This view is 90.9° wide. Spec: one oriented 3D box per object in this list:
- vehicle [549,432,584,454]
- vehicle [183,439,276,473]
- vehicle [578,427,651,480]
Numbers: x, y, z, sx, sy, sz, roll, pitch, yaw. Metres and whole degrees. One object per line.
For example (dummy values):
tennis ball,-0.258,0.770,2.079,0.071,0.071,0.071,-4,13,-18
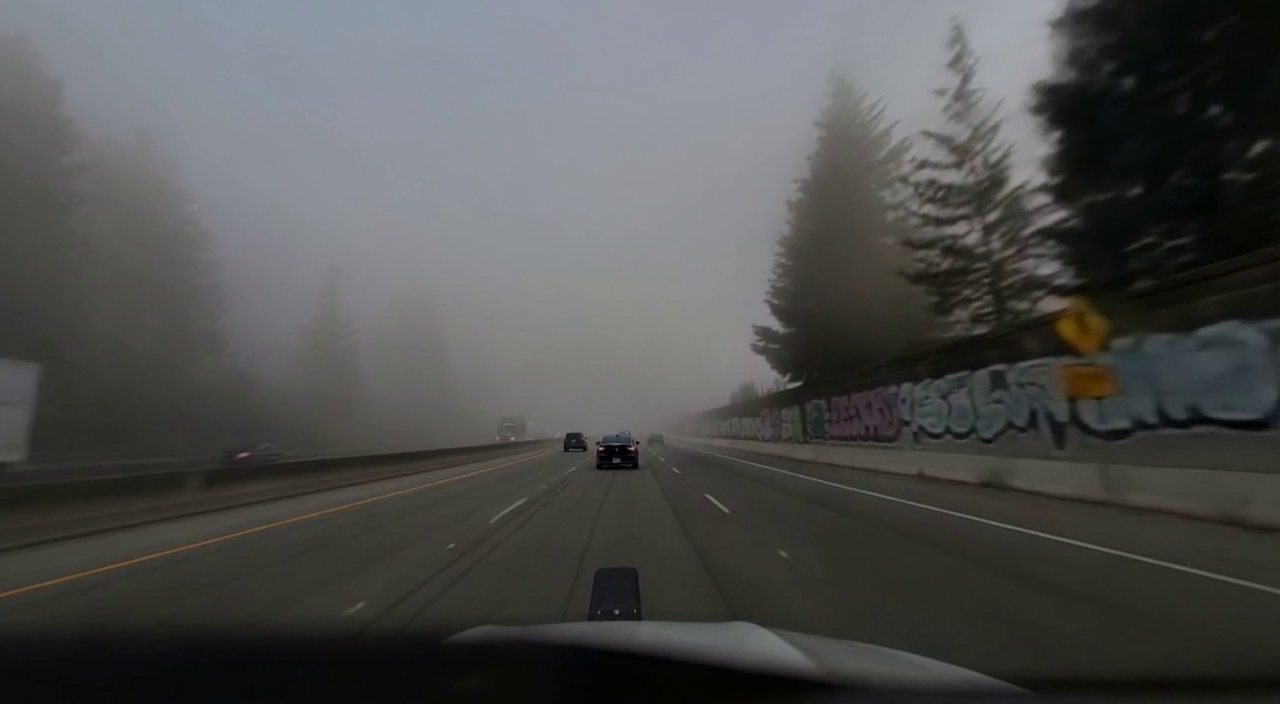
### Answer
vehicle,-5.115,6.385,44.345,2.022,1.440,4.491,0,-8,-1
vehicle,-21.598,5.444,33.380,2.006,1.636,4.407,0,-8,-2
vehicle,-0.736,3.101,19.490,2.044,1.477,3.693,0,-8,-1
